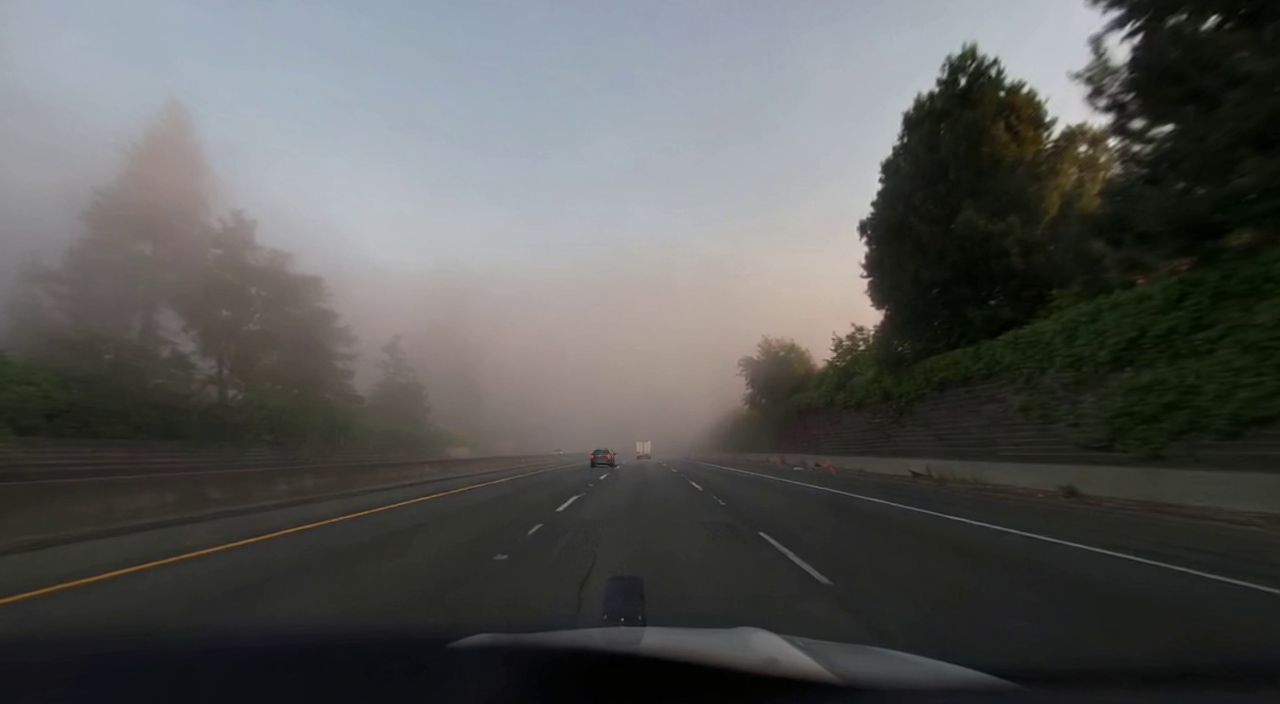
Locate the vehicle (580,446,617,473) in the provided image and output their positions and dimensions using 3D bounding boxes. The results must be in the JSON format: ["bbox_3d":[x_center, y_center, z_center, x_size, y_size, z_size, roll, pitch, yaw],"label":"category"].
[{"bbox_3d":[-2.378,6.344,37.357,1.873,1.529,3.953,0,-9,1],"label":"vehicle"}]
